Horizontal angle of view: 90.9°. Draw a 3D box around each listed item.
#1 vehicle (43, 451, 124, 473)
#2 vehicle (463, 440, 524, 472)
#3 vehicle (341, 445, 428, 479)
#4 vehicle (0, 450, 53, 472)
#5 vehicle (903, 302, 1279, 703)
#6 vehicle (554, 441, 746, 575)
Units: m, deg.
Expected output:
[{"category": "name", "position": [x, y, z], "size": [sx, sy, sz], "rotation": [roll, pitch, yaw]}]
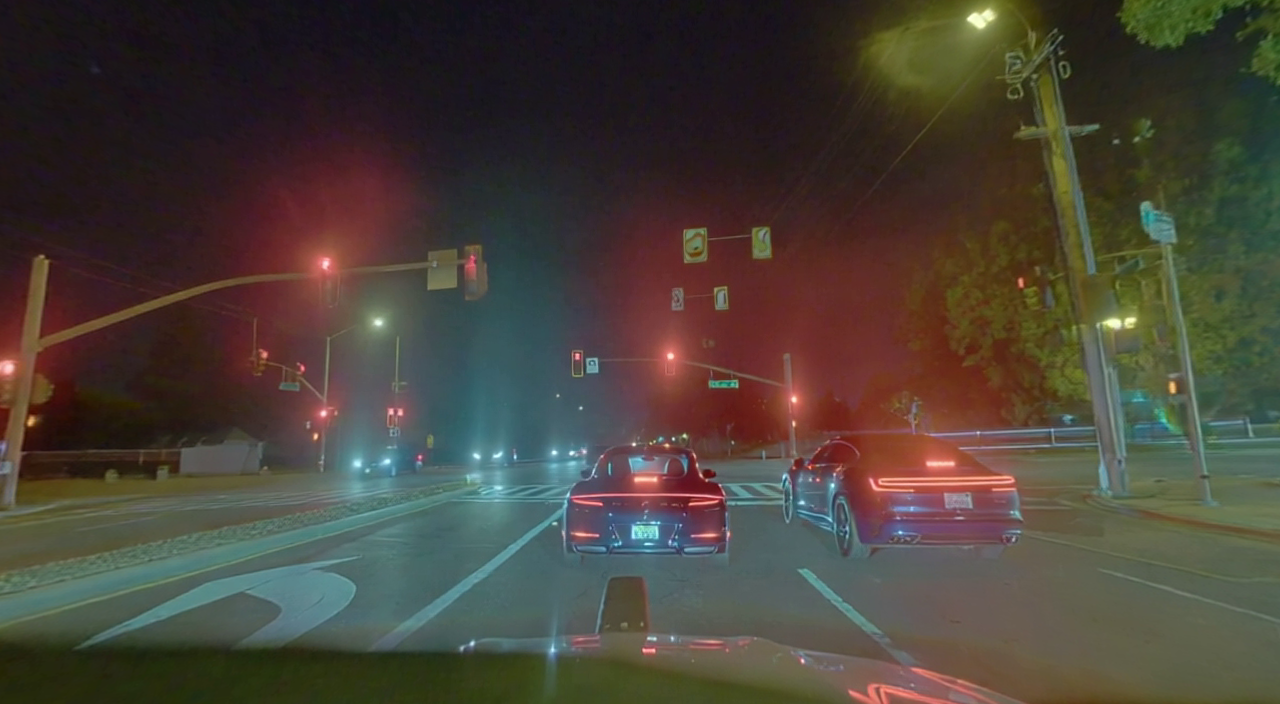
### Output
[{"category": "vehicle", "position": [-41.271, 8.153, 46.803], "size": [4.195, 1.533, 1.752], "rotation": [0, -8, -3]}, {"category": "vehicle", "position": [-8.036, 5.770, 35.135], "size": [2.091, 1.651, 4.870], "rotation": [-1, -8, 2]}, {"category": "vehicle", "position": [-11.812, 5.103, 29.515], "size": [2.053, 1.436, 4.494], "rotation": [0, -8, 2]}, {"category": "vehicle", "position": [-46.317, 7.966, 46.156], "size": [4.545, 1.558, 1.833], "rotation": [0, -8, -3]}, {"category": "vehicle", "position": [3.108, 0.806, 2.526], "size": [2.143, 1.759, 4.531], "rotation": [0, -8, 0]}, {"category": "vehicle", "position": [0.122, 1.877, 8.393], "size": [1.945, 1.343, 3.827], "rotation": [0, -8, 1]}]
